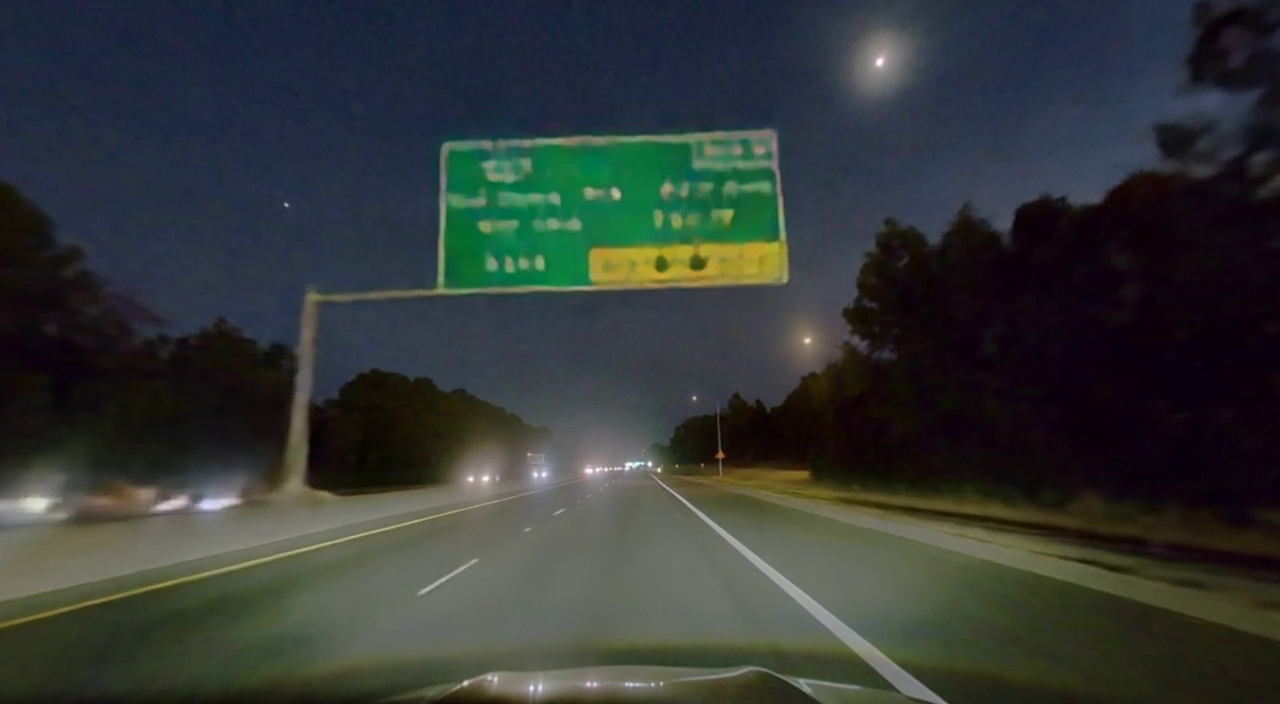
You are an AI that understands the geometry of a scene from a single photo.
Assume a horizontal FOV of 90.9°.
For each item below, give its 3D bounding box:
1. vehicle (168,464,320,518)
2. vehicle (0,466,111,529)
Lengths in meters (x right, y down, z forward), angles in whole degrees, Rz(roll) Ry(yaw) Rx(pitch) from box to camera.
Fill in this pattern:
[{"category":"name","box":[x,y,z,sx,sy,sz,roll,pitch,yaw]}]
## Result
[{"category":"vehicle","box":[-12.301,4.339,20.010,1.948,1.489,4.433,1,-11,0]},{"category":"vehicle","box":[-16.714,3.765,16.535,1.867,1.516,4.304,1,-11,0]}]
